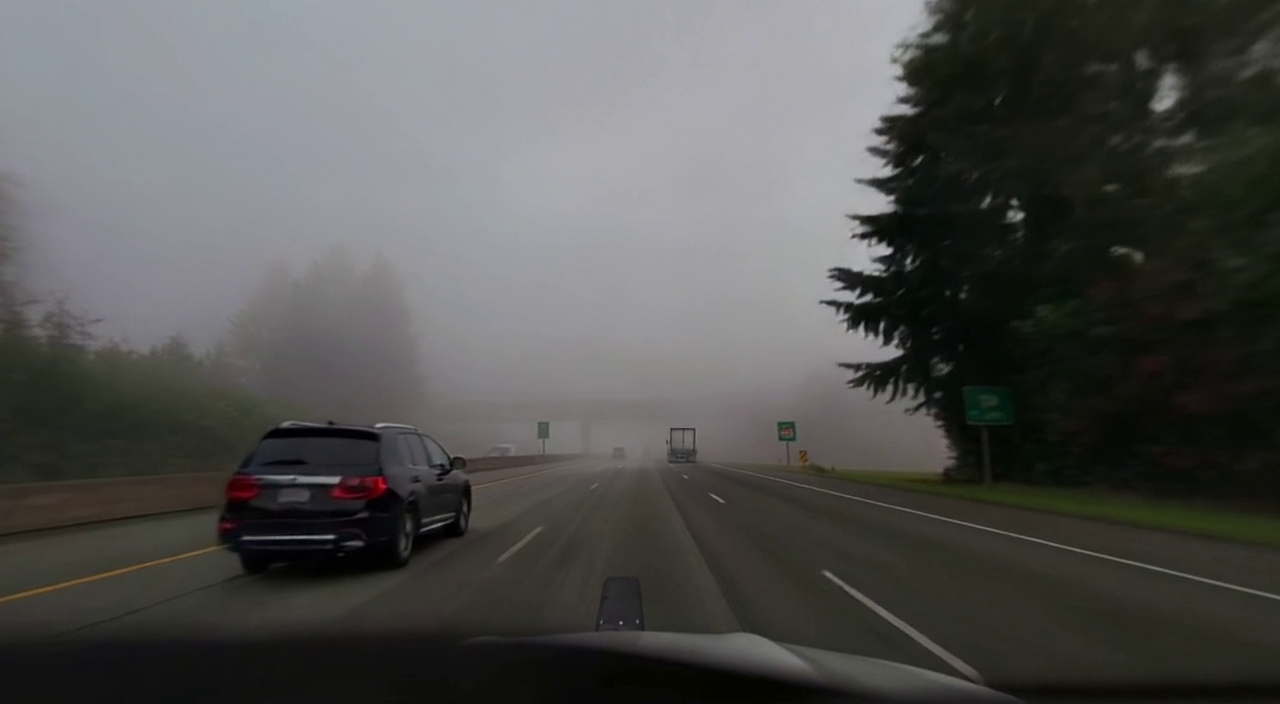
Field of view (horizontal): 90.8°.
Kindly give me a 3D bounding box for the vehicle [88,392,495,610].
[{"bbox_3d":[-3.408,1.576,7.541,2.238,1.792,4.518,0,-9,0],"label":"vehicle"}]
